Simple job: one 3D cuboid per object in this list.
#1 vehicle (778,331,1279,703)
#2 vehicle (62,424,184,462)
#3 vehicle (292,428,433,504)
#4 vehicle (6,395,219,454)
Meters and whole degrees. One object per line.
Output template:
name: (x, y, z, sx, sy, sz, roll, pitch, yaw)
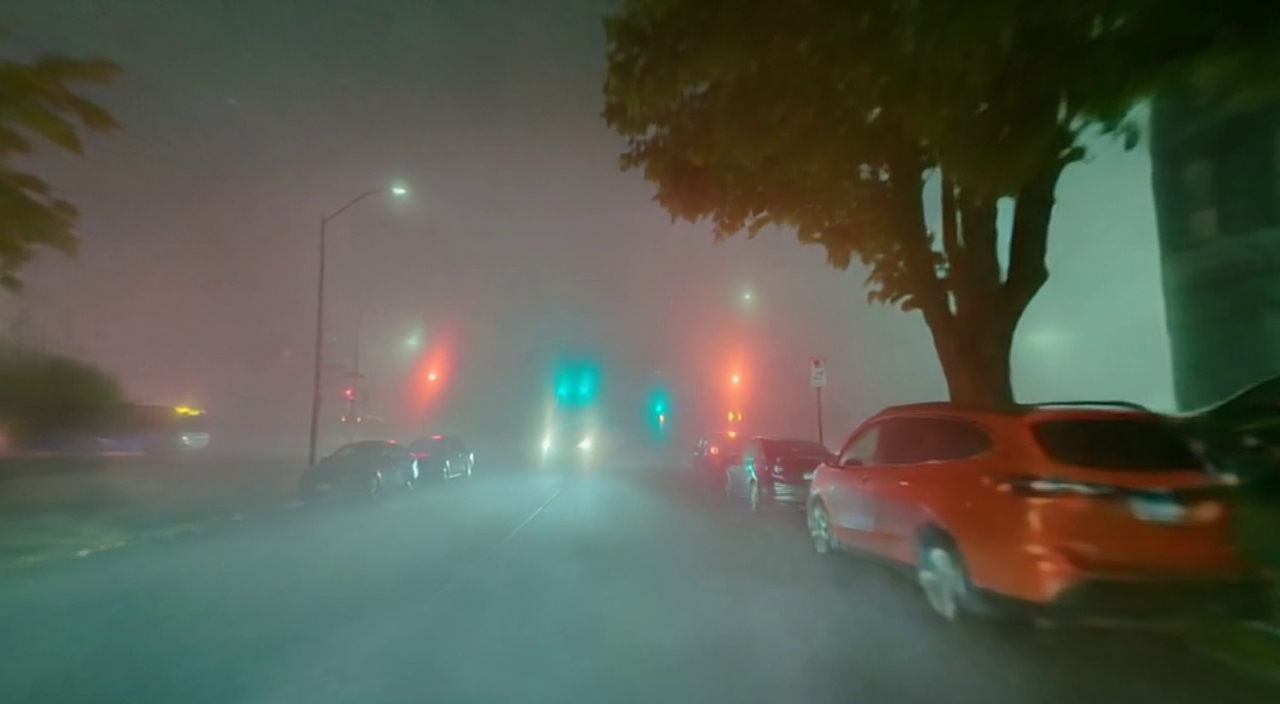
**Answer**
vehicle: (3.086, 1.223, 5.633, 2.222, 1.812, 5.688, 0, -9, -2)
vehicle: (-29.006, 5.123, 35.608, 4.704, 2.065, 2.328, 0, -9, -2)
vehicle: (-7.123, 2.954, 16.743, 1.893, 1.758, 4.019, 0, -9, 0)
vehicle: (-33.261, 4.663, 40.162, 10.621, 3.479, 3.025, 1, -9, 1)
